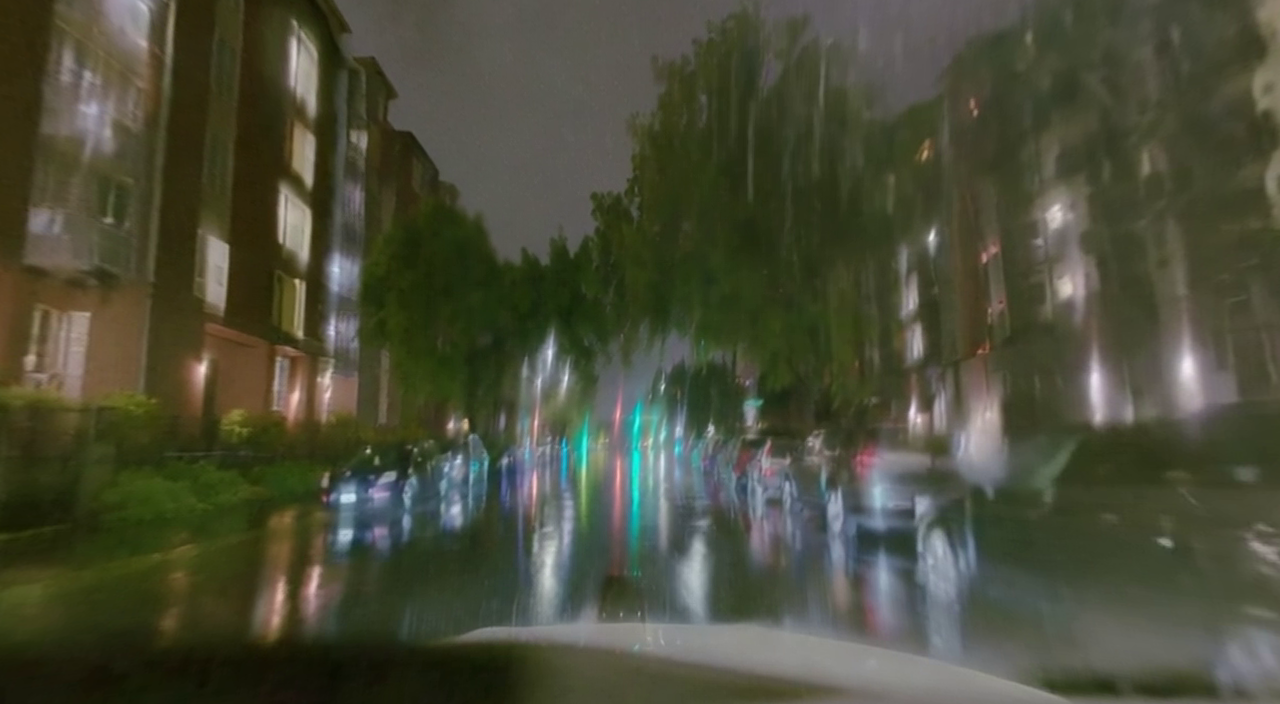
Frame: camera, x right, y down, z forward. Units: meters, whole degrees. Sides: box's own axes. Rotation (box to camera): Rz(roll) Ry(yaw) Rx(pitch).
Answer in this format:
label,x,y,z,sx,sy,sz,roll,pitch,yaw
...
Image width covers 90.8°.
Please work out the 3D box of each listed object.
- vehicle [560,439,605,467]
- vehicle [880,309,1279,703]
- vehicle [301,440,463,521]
label,x,y,z,sx,sy,sz,roll,pitch,yaw
vehicle,-3.198,5.676,35.717,1.939,1.504,4.121,0,-8,3
vehicle,3.392,0.941,3.834,1.835,1.809,4.997,0,-8,-1
vehicle,-5.458,2.721,14.070,1.647,1.481,4.433,0,-8,1
